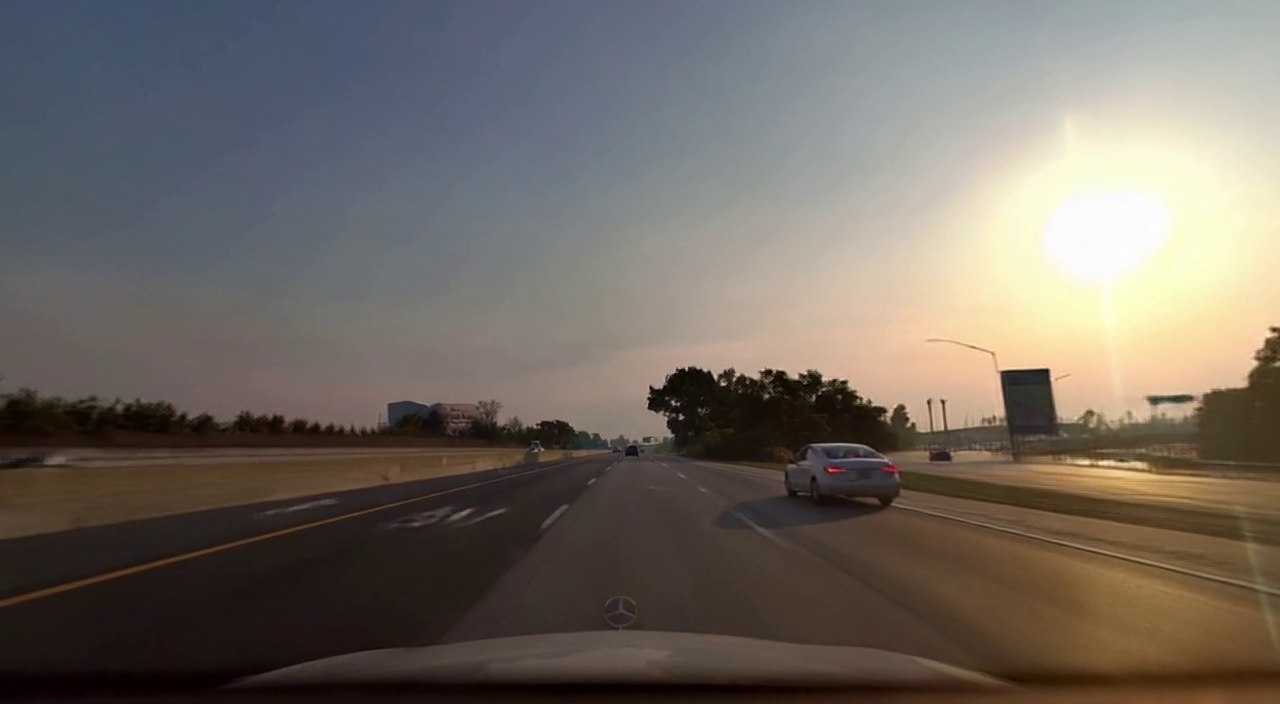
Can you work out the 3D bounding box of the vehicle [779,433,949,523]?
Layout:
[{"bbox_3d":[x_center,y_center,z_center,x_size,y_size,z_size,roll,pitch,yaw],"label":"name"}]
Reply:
[{"bbox_3d":[4.383,2.531,13.073,1.984,1.540,3.973,0,-9,-1],"label":"vehicle"}]

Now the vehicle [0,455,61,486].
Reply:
[{"bbox_3d":[-31.371,5.792,30.834,1.714,1.423,4.430,0,-9,-1],"label":"vehicle"}]
